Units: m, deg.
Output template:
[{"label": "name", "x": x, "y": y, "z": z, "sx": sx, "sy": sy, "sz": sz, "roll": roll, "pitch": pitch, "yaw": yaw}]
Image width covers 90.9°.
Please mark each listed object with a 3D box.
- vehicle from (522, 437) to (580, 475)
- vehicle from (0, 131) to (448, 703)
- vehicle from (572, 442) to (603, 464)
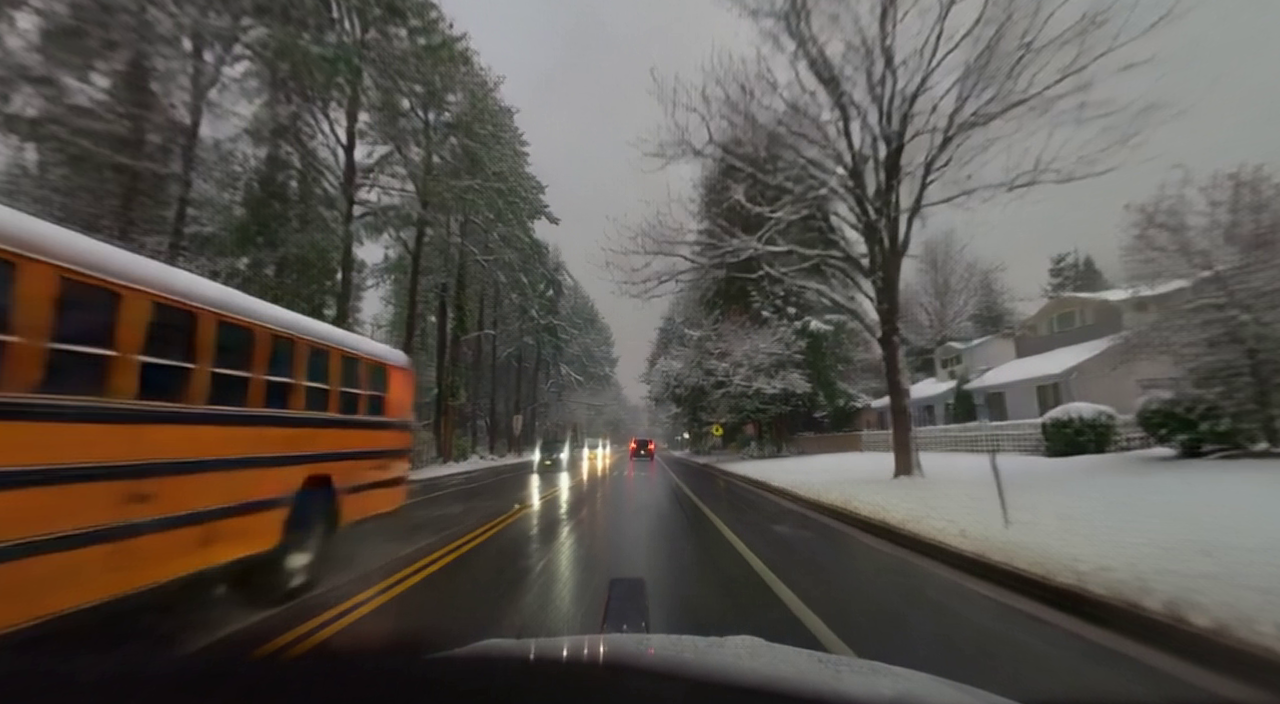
[{"label": "vehicle", "x": -4.232, "y": 5.037, "z": 30.726, "sx": 2.069, "sy": 1.707, "sz": 4.385, "roll": 0, "pitch": -8, "yaw": 1}, {"label": "vehicle", "x": -4.340, "y": 0.634, "z": 4.306, "sx": 2.966, "sy": 2.818, "sz": 9.113, "roll": 0, "pitch": -8, "yaw": 1}, {"label": "vehicle", "x": -3.944, "y": 7.608, "z": 47.640, "sx": 1.905, "sy": 1.510, "sz": 4.172, "roll": 0, "pitch": -8, "yaw": 1}]
